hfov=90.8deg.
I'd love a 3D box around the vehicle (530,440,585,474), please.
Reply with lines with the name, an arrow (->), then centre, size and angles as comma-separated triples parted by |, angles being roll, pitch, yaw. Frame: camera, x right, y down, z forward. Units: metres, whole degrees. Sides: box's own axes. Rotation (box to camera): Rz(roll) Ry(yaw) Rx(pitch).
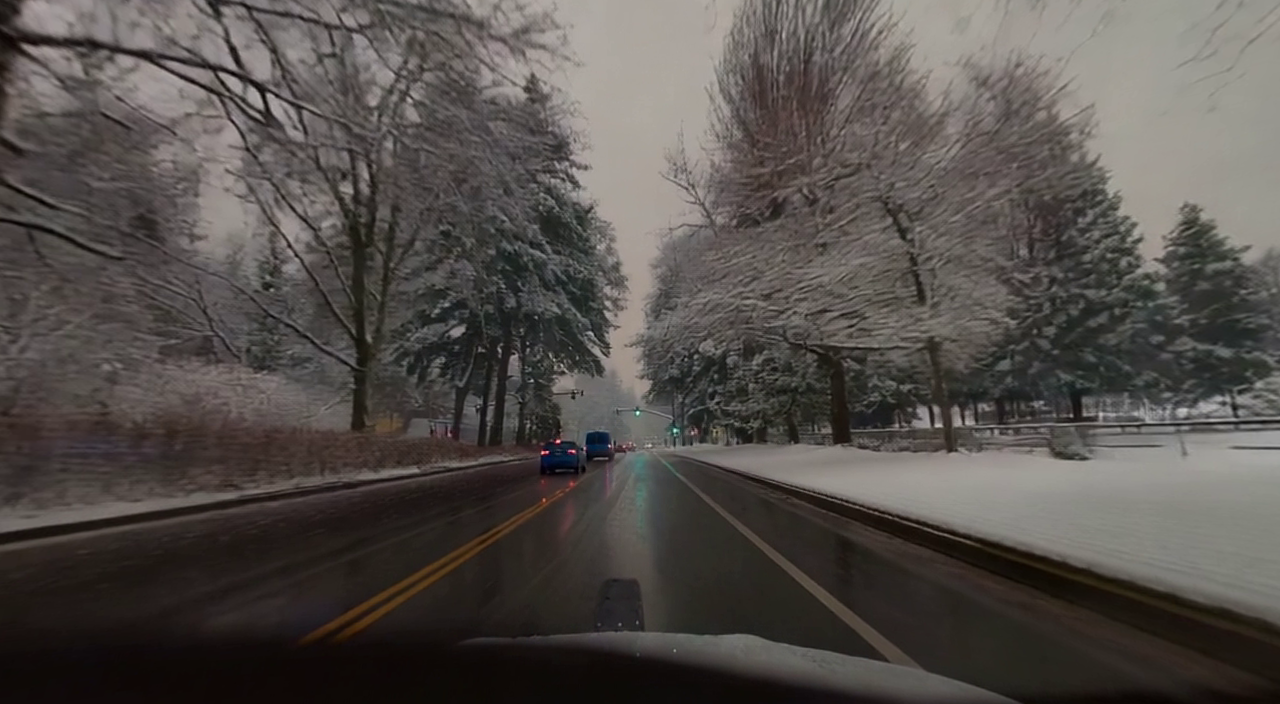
vehicle -> -3.842, 4.955, 30.012 | 2.009, 1.473, 4.028 | 0, -8, 1
